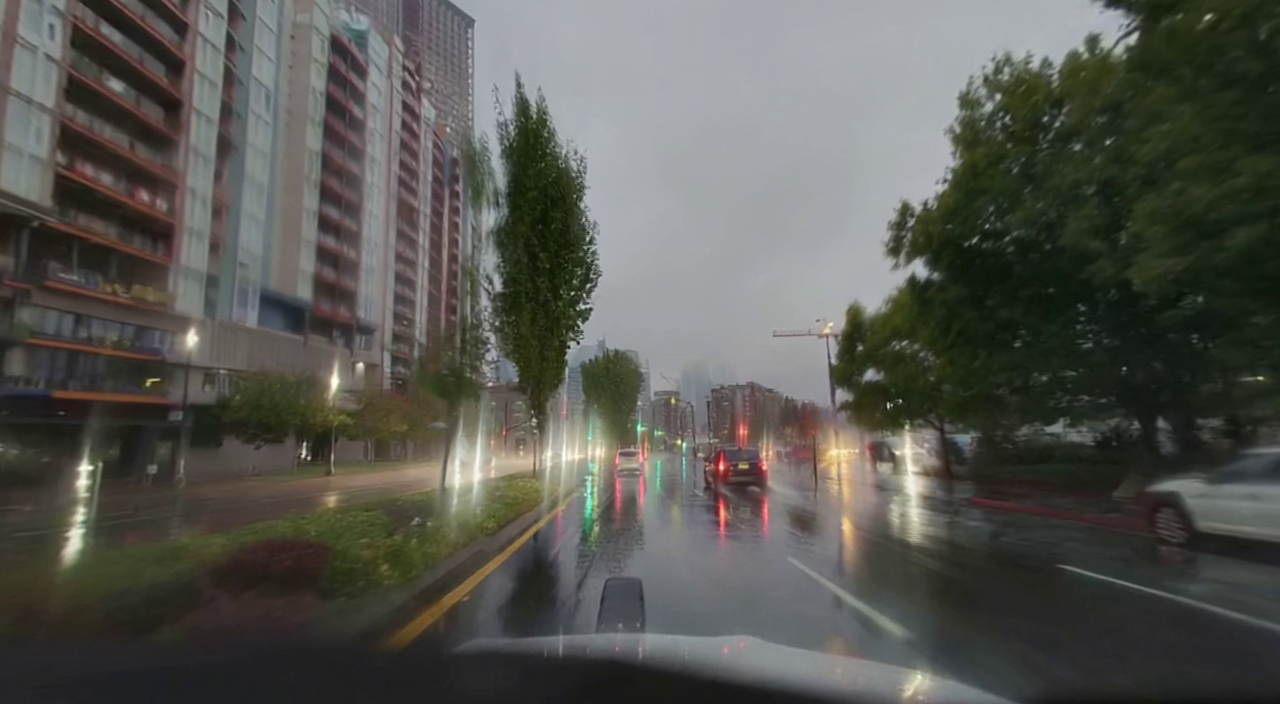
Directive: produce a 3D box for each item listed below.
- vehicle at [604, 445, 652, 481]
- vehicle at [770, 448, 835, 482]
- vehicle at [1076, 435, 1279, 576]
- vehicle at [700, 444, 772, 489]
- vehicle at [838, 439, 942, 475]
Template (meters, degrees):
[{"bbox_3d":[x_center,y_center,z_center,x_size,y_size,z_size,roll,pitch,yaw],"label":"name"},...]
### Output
[{"bbox_3d":[-0.490,4.966,28.425,2.006,1.487,3.535,0,-9,0],"label":"vehicle"},{"bbox_3d":[7.593,5.298,30.028,1.883,1.452,4.598,0,-9,0],"label":"vehicle"},{"bbox_3d":[7.754,1.718,7.302,1.921,1.480,4.789,0,-9,-1],"label":"vehicle"},{"bbox_3d":[3.333,4.061,22.755,1.910,1.474,4.003,0,-9,-1],"label":"vehicle"},{"bbox_3d":[13.064,5.496,33.224,4.622,1.761,1.986,0,-9,0],"label":"vehicle"}]
